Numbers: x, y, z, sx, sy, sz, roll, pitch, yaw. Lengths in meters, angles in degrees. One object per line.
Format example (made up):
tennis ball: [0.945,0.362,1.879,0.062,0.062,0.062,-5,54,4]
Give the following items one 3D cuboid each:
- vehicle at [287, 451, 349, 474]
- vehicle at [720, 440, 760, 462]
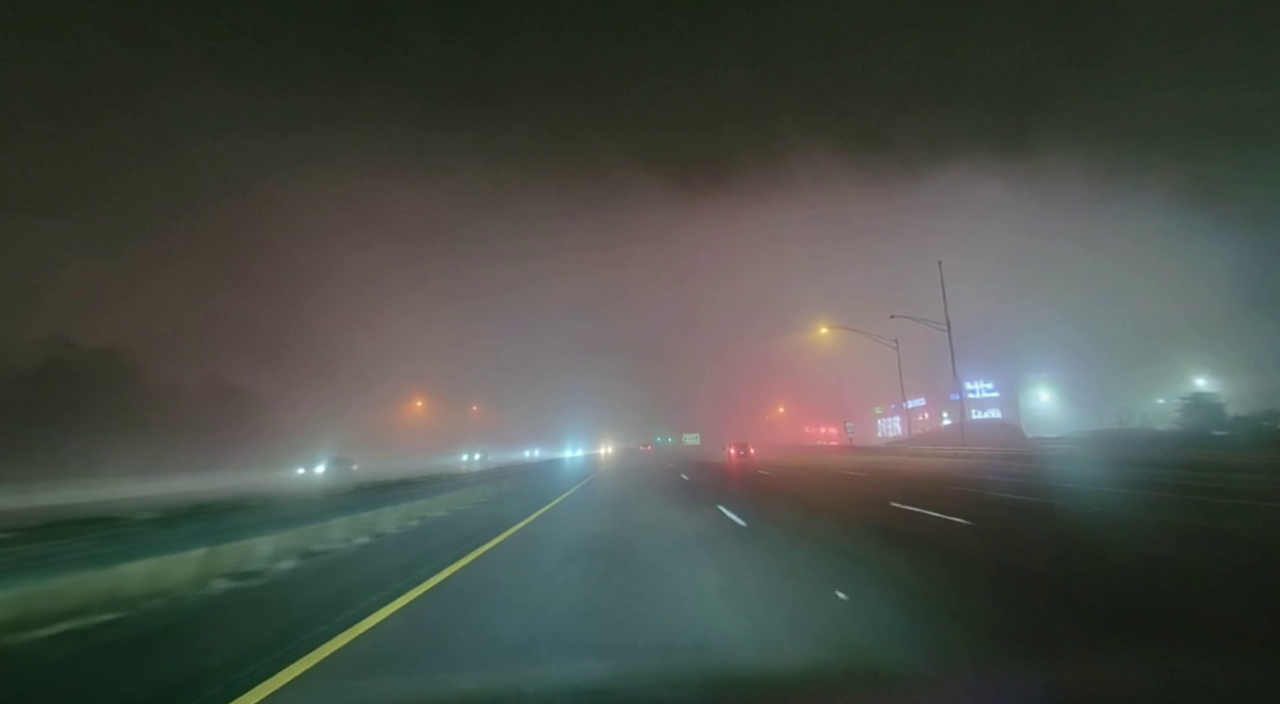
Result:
vehicle: [-23.051,7.899,45.108,1.860,1.464,4.608,0,-9,3]
vehicle: [7.306,7.283,46.192,2.079,1.518,5.032,0,-9,0]
